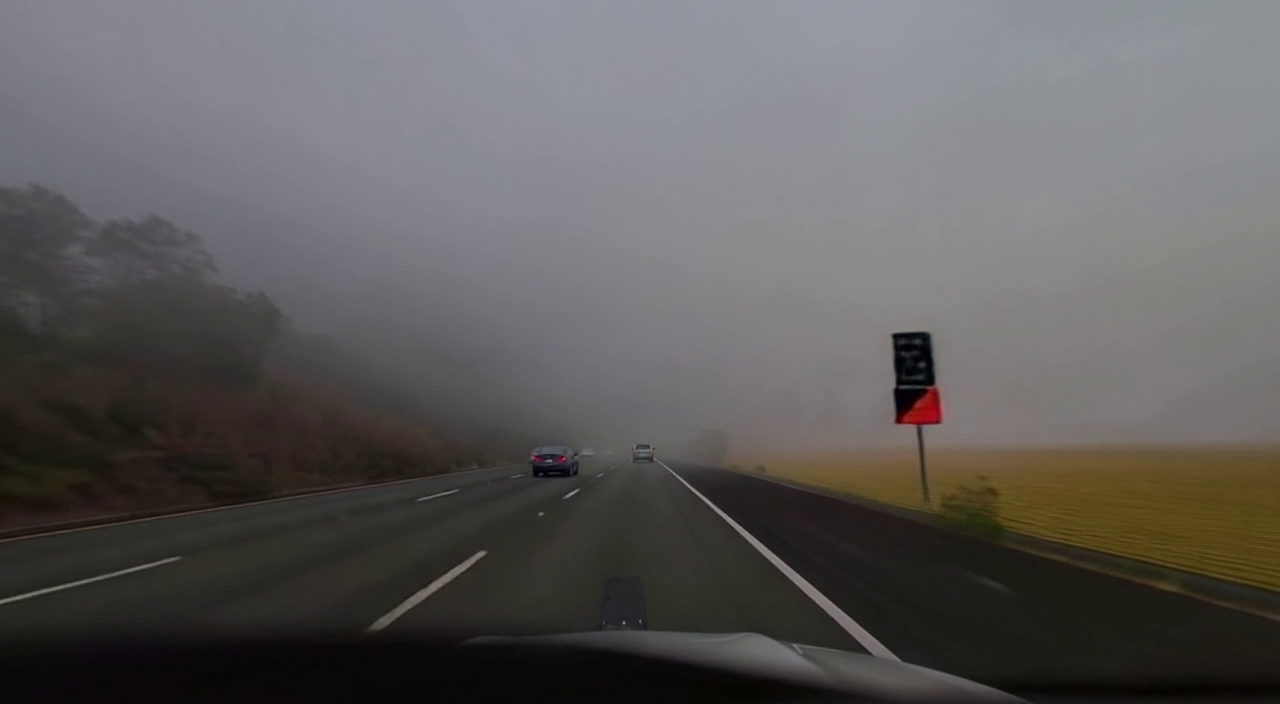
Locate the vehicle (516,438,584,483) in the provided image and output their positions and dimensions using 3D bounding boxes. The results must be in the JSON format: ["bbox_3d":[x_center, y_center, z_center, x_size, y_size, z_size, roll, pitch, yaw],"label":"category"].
[{"bbox_3d":[-3.594,4.424,26.020,2.028,1.634,4.441,-1,-8,2],"label":"vehicle"}]

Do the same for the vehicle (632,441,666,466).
[{"bbox_3d":[0.633,7.100,44.285,2.259,1.697,4.106,0,-8,1],"label":"vehicle"}]
